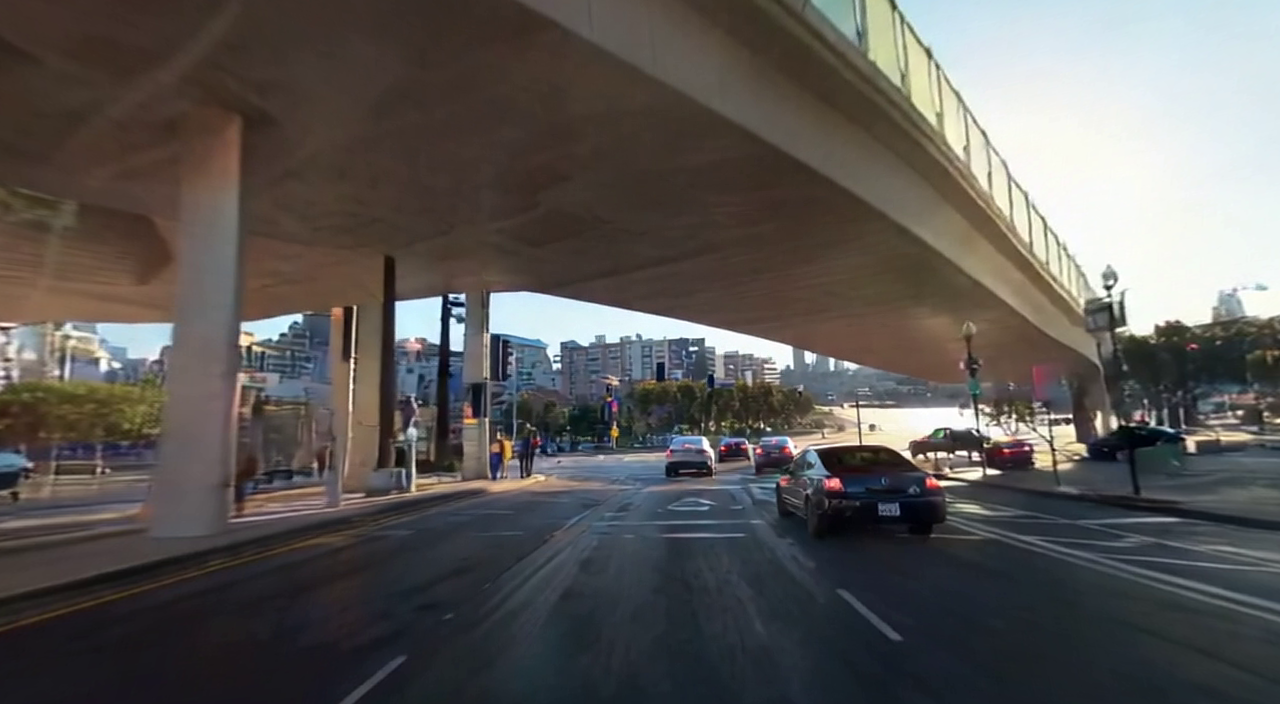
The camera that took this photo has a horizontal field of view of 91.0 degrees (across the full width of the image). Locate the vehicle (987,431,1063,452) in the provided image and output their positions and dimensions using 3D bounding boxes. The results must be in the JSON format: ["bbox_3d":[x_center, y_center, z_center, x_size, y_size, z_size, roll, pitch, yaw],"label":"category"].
[{"bbox_3d":[28.314,6.571,46.320,4.487,1.474,1.943,2,-9,-12],"label":"vehicle"}]

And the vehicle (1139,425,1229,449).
[{"bbox_3d":[34.615,5.432,40.100,4.535,1.480,1.882,2,-9,-13],"label":"vehicle"}]

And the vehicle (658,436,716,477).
[{"bbox_3d":[1.991,4.239,25.663,2.077,1.518,3.760,-1,-9,8],"label":"vehicle"}]

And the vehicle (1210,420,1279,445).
[{"bbox_3d":[40.837,5.350,41.561,5.097,1.557,1.900,2,-9,-11],"label":"vehicle"}]

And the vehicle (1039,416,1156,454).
[{"bbox_3d":[28.035,5.120,38.629,5.771,2.019,2.293,-1,-8,-12],"label":"vehicle"}]

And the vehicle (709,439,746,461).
[{"bbox_3d":[6.265,6.955,44.717,2.134,1.492,4.674,-2,-9,13],"label":"vehicle"}]

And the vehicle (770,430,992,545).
[{"bbox_3d":[3.711,2.175,10.893,2.051,1.509,4.933,0,-9,2],"label":"vehicle"}]
